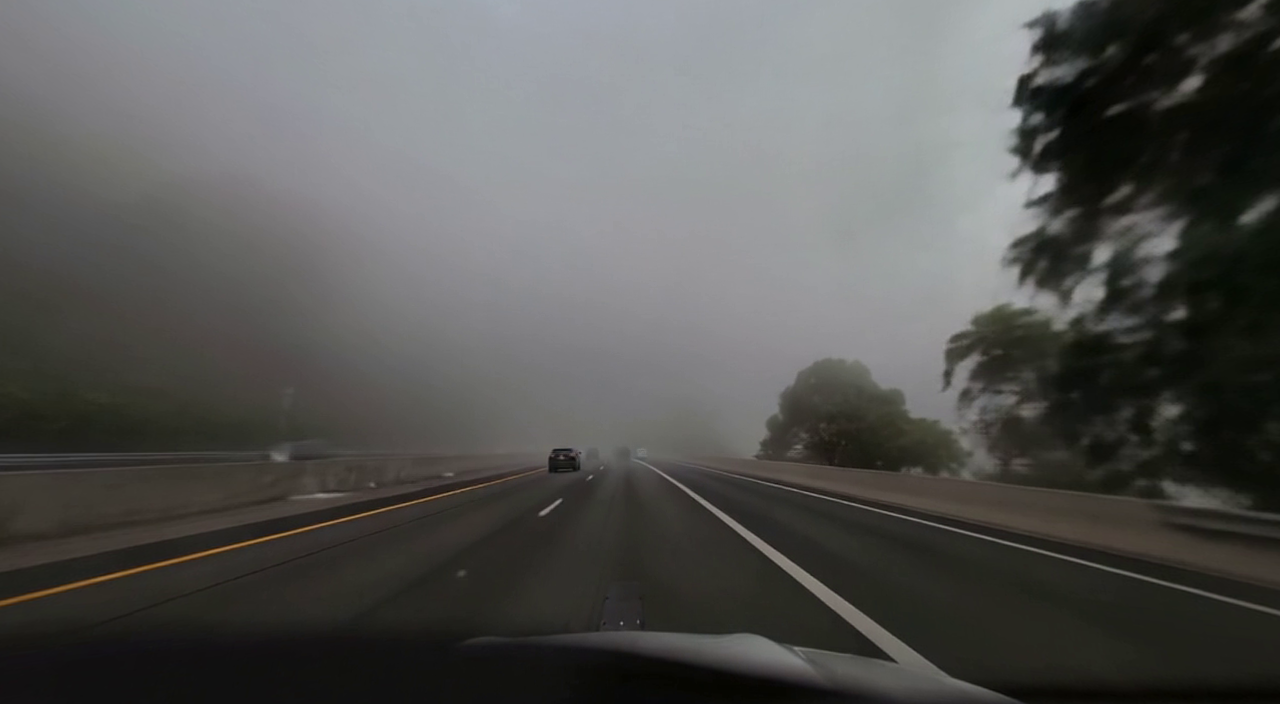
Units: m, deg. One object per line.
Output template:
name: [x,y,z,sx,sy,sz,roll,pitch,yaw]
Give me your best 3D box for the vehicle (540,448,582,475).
vehicle: [-4.785,6.663,38.771,2.049,1.521,4.366,0,-9,-1]
